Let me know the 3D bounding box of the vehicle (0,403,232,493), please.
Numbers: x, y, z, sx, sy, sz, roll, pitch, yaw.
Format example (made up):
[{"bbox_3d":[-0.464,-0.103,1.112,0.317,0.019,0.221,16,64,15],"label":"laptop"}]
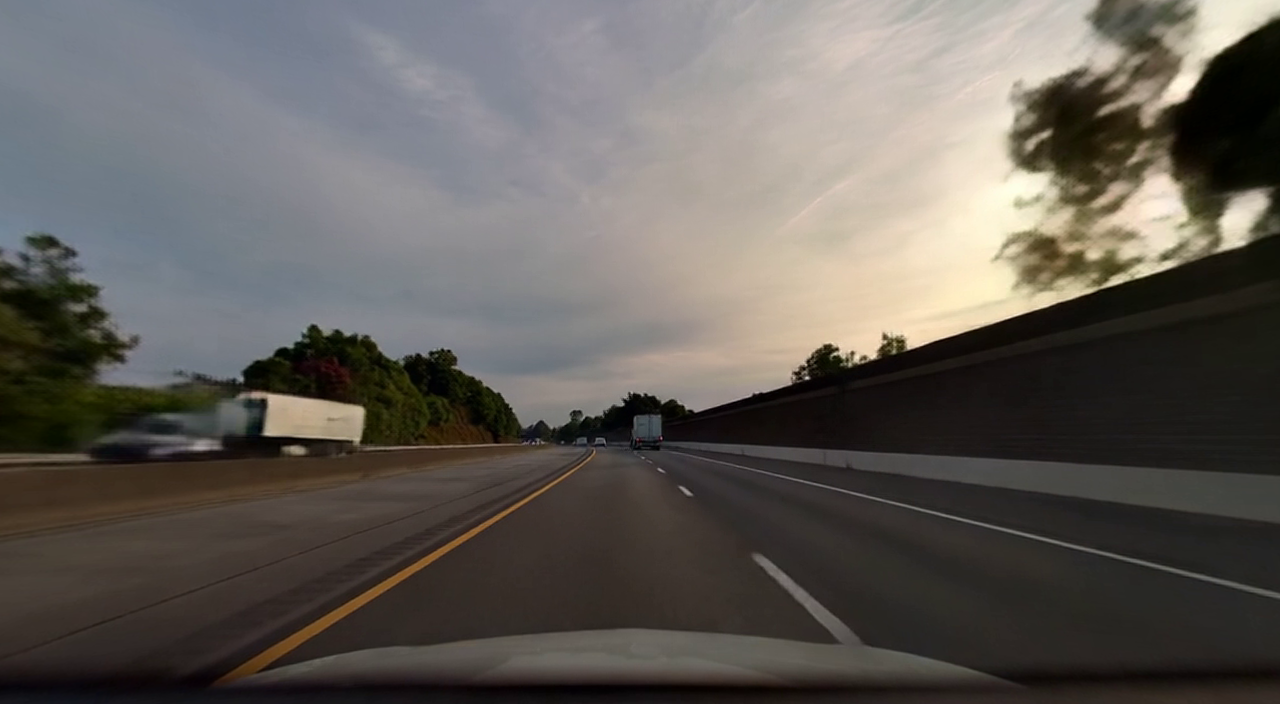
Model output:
[{"bbox_3d":[-13.222,2.448,16.249,2.281,1.942,4.778,0,-8,-2],"label":"vehicle"}]

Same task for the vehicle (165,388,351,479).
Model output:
[{"bbox_3d":[-13.491,3.020,23.057,2.675,2.788,6.642,-1,-8,-1],"label":"vehicle"}]
